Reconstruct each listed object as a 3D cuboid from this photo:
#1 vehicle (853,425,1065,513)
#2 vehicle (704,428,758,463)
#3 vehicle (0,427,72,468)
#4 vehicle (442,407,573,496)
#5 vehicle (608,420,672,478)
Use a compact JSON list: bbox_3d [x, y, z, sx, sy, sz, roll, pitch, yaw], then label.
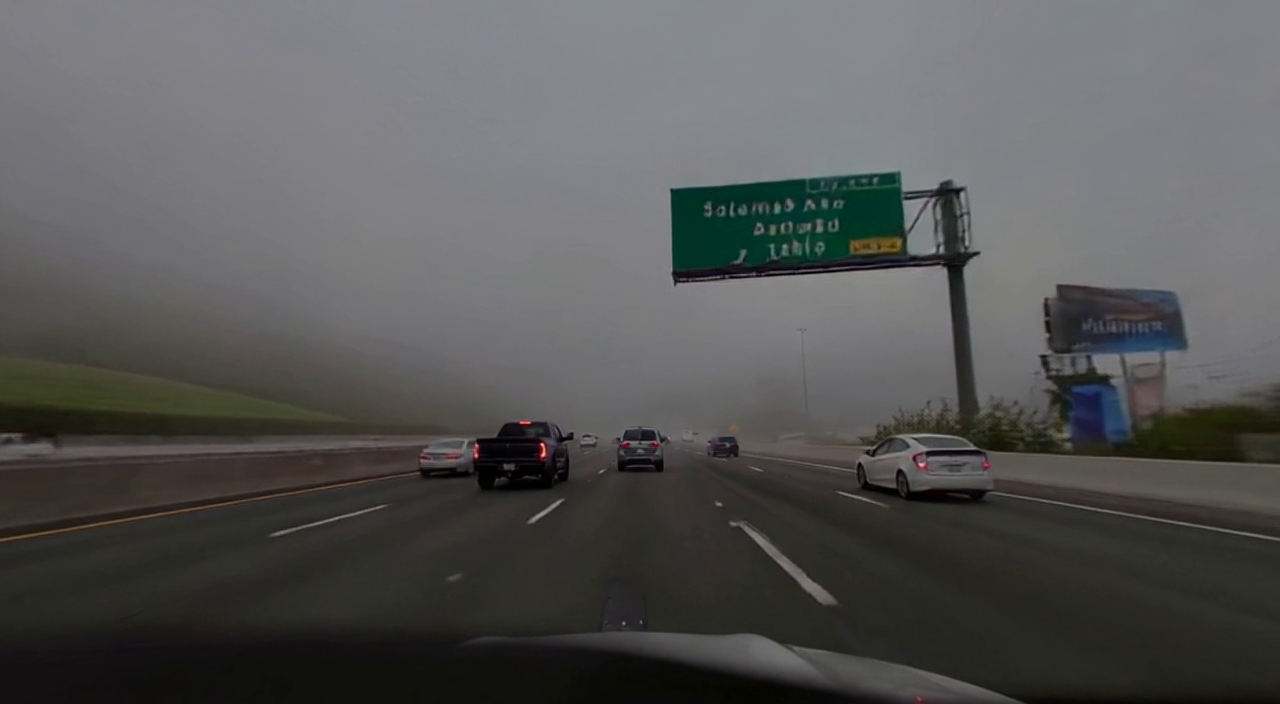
[{"bbox_3d":[6.110,2.286,12.830,1.998,1.456,4.338,0,-8,-1],"label":"vehicle"},{"bbox_3d":[4.906,5.120,34.629,2.067,1.775,4.372,0,-8,-3],"label":"vehicle"},{"bbox_3d":[-35.268,5.340,35.326,2.281,2.161,4.835,0,-8,1],"label":"vehicle"},{"bbox_3d":[-3.328,2.693,17.287,2.316,1.999,5.765,0,-8,0],"label":"vehicle"},{"bbox_3d":[0.031,3.384,22.092,2.052,1.808,3.898,0,-8,1],"label":"vehicle"}]
